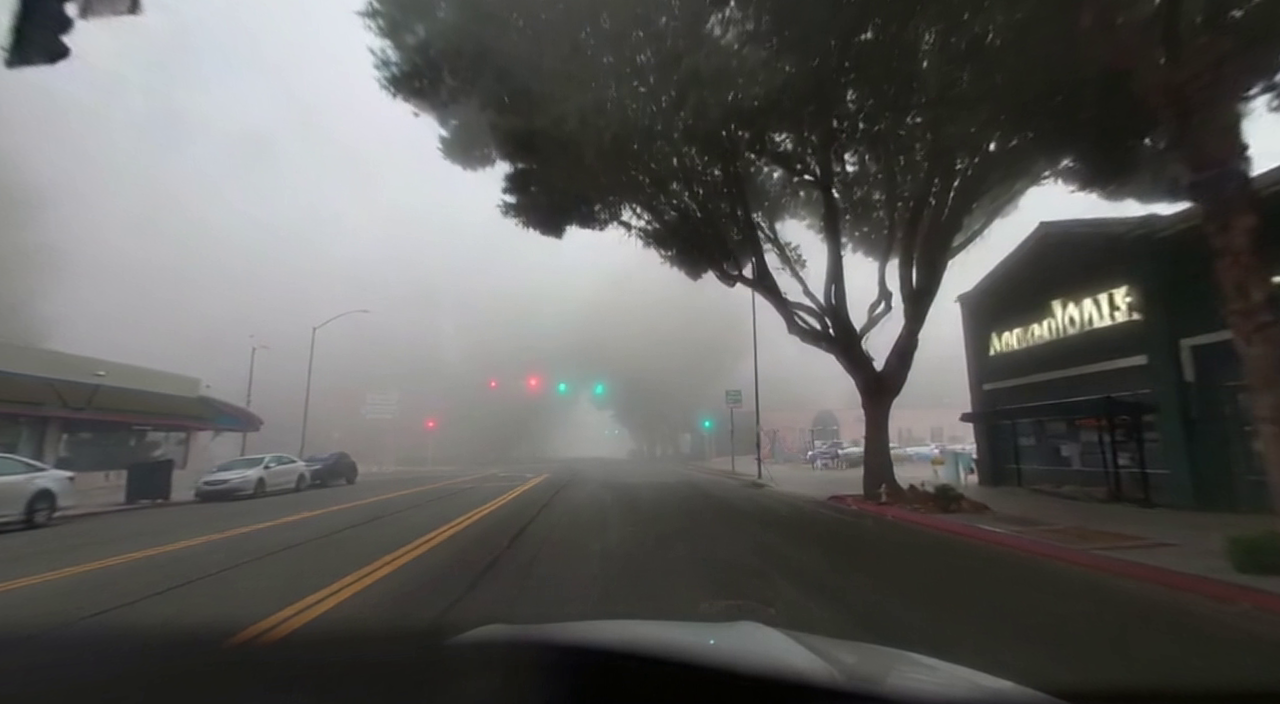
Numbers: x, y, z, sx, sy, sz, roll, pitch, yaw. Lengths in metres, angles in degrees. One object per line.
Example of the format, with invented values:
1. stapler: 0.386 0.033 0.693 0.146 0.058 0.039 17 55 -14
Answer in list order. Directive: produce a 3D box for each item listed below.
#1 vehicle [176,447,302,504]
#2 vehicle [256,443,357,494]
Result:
1. vehicle: -13.315 4.067 21.212 1.923 1.706 3.802 0 -8 -5
2. vehicle: -13.511 4.751 25.850 1.944 1.742 4.507 -4 -9 -4
